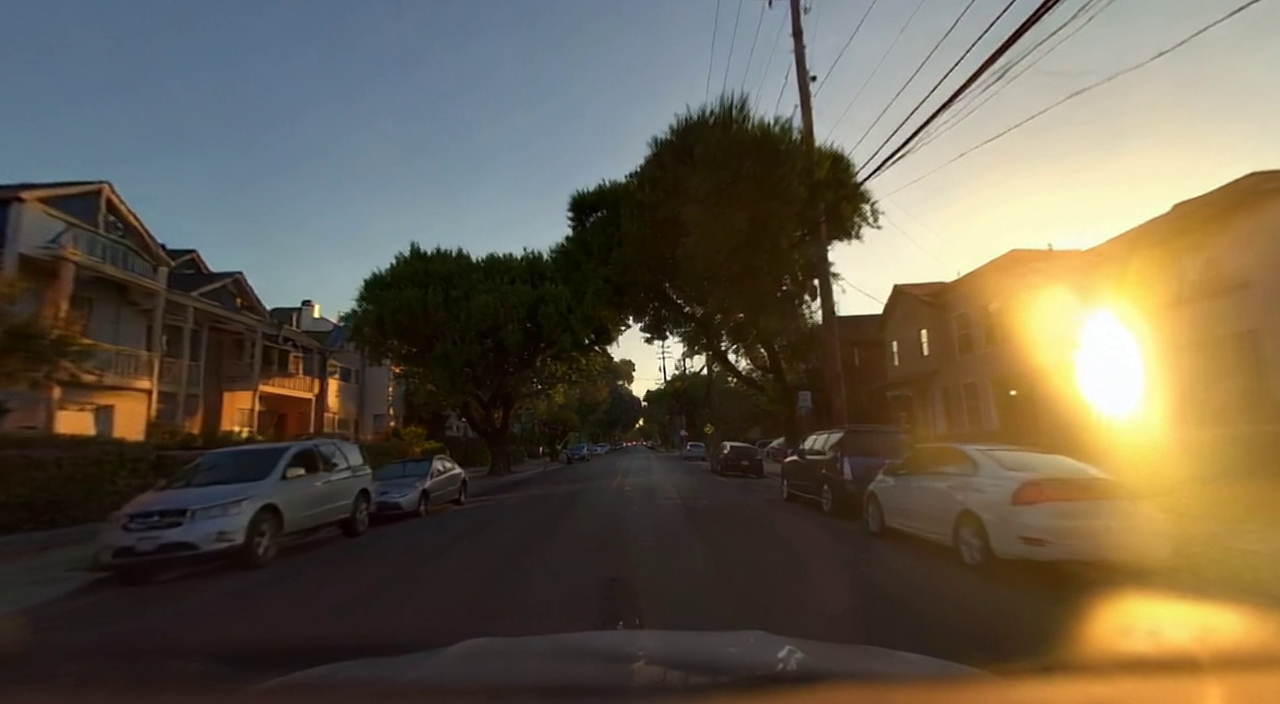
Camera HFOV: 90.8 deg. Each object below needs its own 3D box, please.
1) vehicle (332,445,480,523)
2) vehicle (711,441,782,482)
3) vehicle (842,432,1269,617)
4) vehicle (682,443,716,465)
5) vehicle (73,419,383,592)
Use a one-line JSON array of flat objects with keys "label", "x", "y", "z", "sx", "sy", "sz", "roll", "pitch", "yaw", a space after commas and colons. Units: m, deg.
[{"label": "vehicle", "x": -5.704, "y": 3.218, "z": 16.111, "sx": 1.991, "sy": 1.464, "sz": 4.763, "roll": -3, "pitch": -7, "yaw": 0}, {"label": "vehicle", "x": 4.178, "y": 4.382, "z": 25.596, "sx": 1.930, "sy": 1.470, "sz": 4.738, "roll": 0, "pitch": -8, "yaw": -1}, {"label": "vehicle", "x": 3.983, "y": 1.682, "z": 7.252, "sx": 1.804, "sy": 1.422, "sz": 4.497, "roll": 0, "pitch": -8, "yaw": -1}, {"label": "vehicle", "x": 4.242, "y": 7.360, "z": 45.829, "sx": 1.911, "sy": 1.538, "sz": 3.960, "roll": 0, "pitch": -8, "yaw": -2}, {"label": "vehicle", "x": -5.688, "y": 2.060, "z": 9.650, "sx": 2.046, "sy": 1.825, "sz": 4.627, "roll": -3, "pitch": -7, "yaw": -6}]
